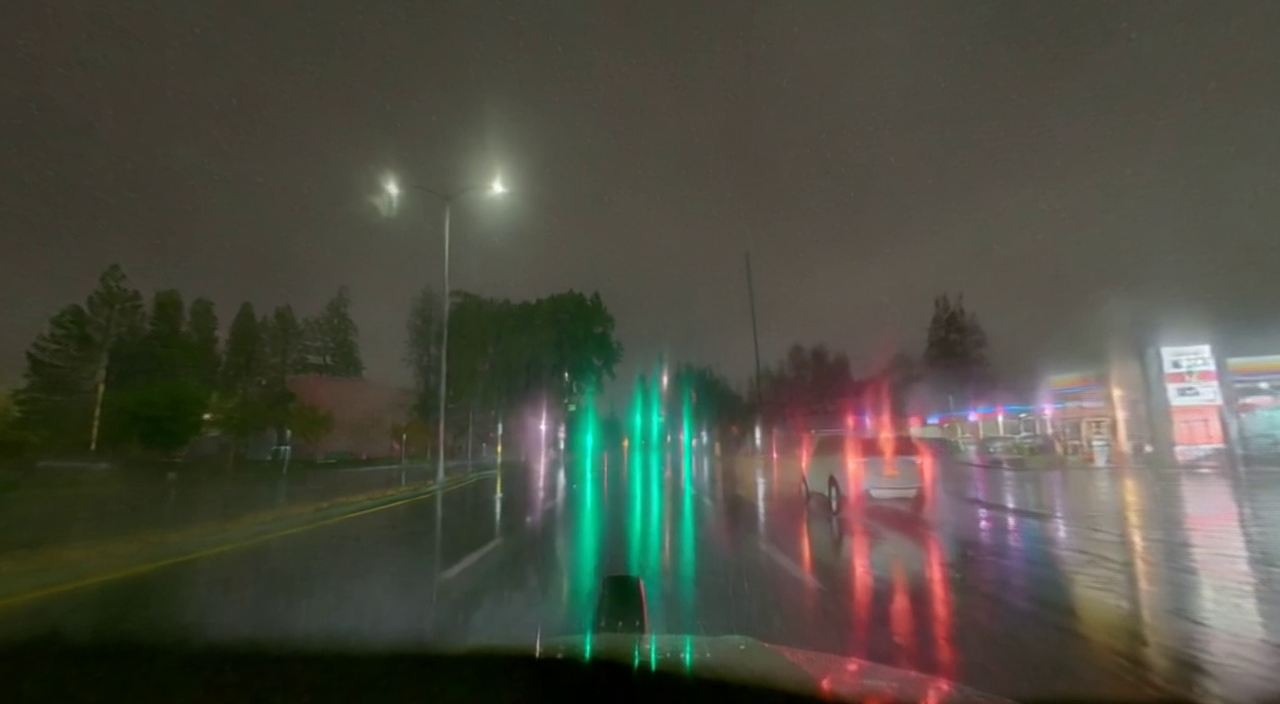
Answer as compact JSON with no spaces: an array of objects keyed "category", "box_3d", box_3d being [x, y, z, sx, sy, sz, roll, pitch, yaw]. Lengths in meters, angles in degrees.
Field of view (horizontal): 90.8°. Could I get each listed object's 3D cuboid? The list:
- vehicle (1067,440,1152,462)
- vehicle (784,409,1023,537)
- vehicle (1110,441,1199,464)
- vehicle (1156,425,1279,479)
[{"category":"vehicle","box_3d":[32.988,6.946,44.434,4.355,1.479,1.940,0,-8,2]},{"category":"vehicle","box_3d":[4.487,2.162,11.931,2.245,1.864,5.076,0,-8,-1]},{"category":"vehicle","box_3d":[33.964,6.653,41.768,4.182,1.473,1.840,0,-8,1]},{"category":"vehicle","box_3d":[23.301,3.676,23.360,6.404,1.894,2.275,0,-8,0]}]
